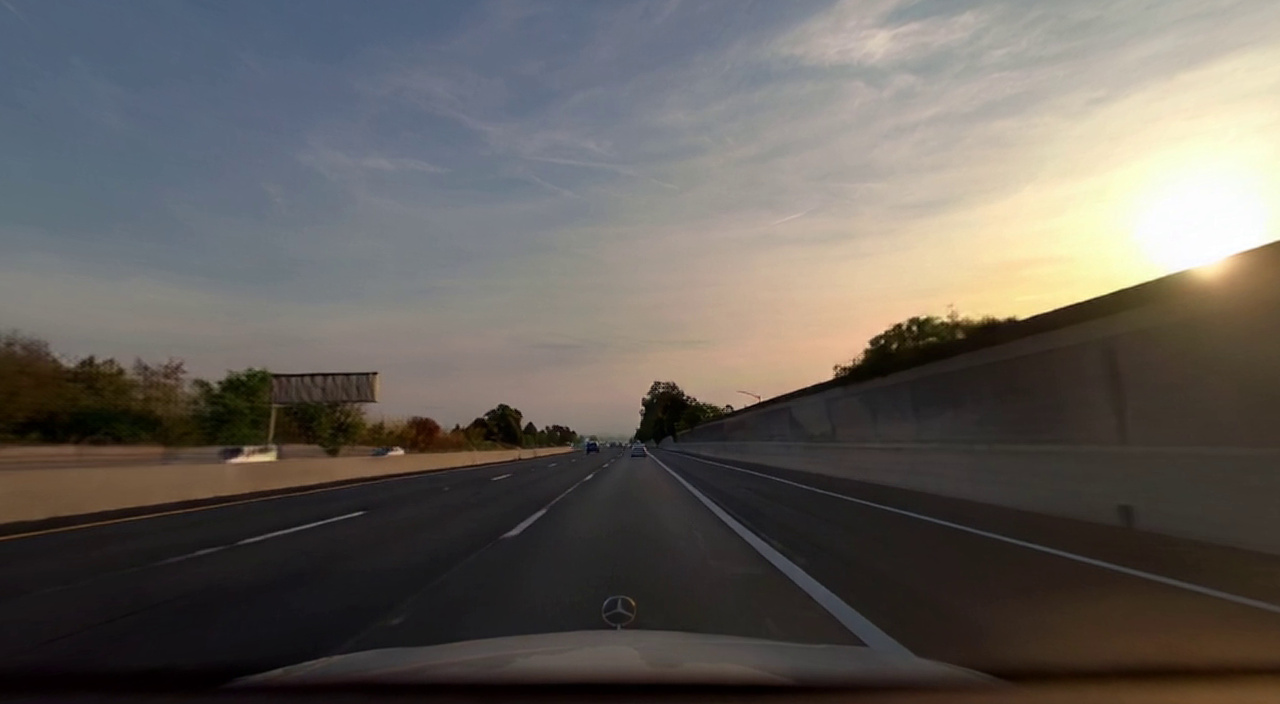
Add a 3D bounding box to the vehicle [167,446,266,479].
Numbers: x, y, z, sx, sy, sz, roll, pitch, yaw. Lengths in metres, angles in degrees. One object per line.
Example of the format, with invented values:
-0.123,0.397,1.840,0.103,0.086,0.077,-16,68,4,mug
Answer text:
-21.183,5.509,31.845,1.887,1.551,4.445,0,-8,0,vehicle
